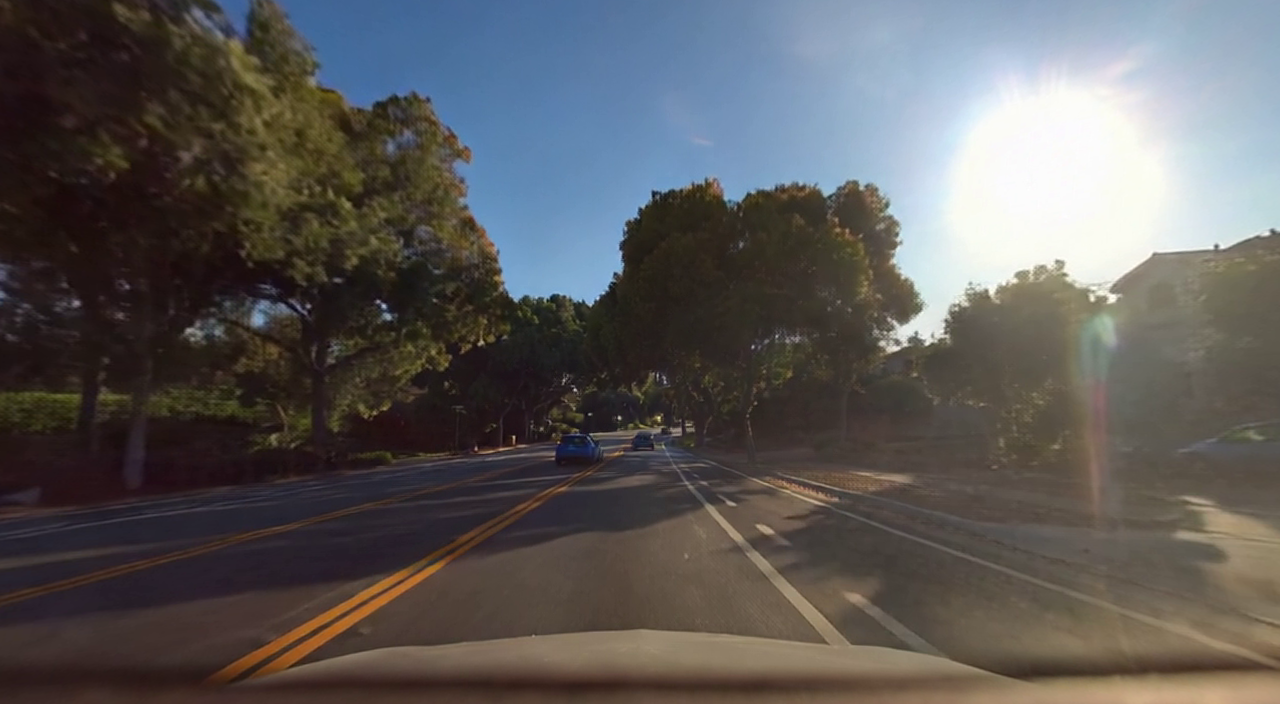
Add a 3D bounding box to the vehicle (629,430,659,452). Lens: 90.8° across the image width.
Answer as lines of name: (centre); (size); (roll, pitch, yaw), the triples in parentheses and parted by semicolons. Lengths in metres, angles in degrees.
vehicle: (0.309, 6.465, 45.827); (2.067, 1.486, 3.861); (0, -8, 1)
